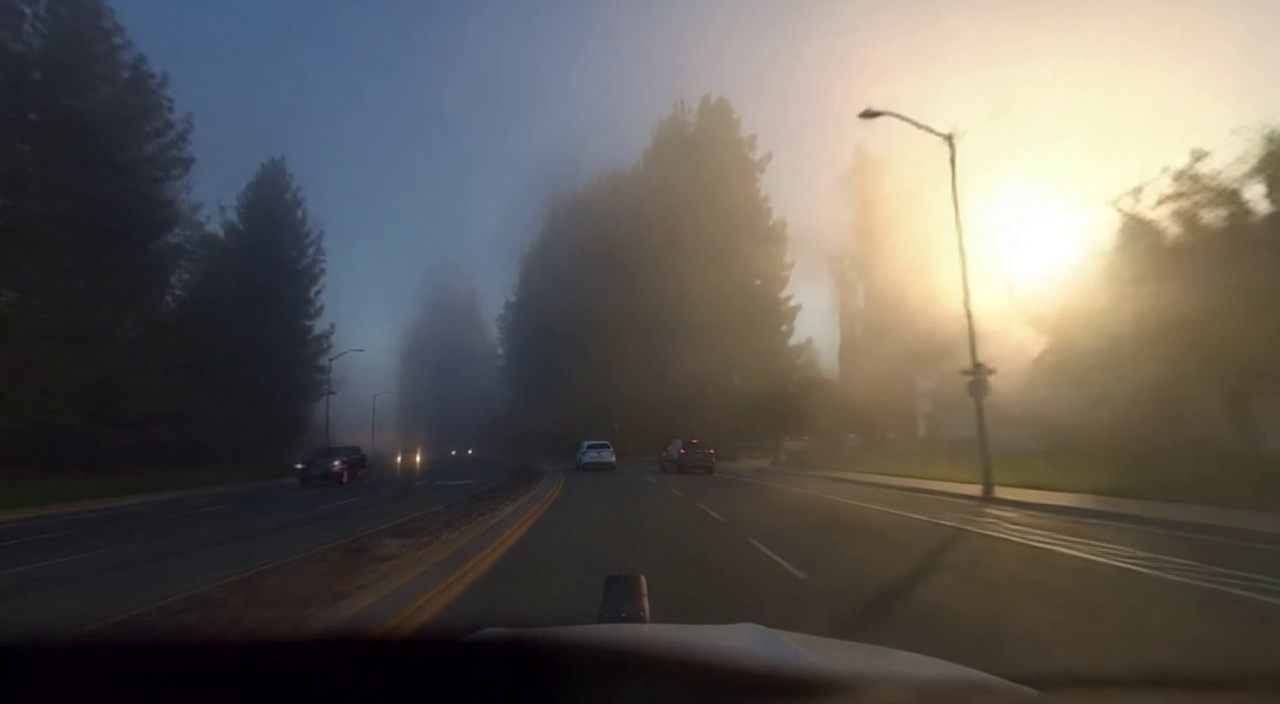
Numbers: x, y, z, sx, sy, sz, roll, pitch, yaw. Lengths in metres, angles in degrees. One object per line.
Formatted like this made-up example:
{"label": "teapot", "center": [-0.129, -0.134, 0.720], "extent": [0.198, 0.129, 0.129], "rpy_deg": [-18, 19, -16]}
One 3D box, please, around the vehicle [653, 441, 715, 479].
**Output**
{"label": "vehicle", "center": [1.839, 4.747, 27.886], "extent": [1.915, 1.495, 4.880], "rpy_deg": [1, -9, -6]}

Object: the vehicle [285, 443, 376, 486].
{"label": "vehicle", "center": [-14.579, 5.289, 29.946], "extent": [2.162, 1.848, 5.214], "rpy_deg": [1, -9, -7]}

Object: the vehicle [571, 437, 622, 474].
{"label": "vehicle", "center": [-2.346, 5.389, 32.766], "extent": [2.165, 1.783, 4.391], "rpy_deg": [2, -9, -10]}
